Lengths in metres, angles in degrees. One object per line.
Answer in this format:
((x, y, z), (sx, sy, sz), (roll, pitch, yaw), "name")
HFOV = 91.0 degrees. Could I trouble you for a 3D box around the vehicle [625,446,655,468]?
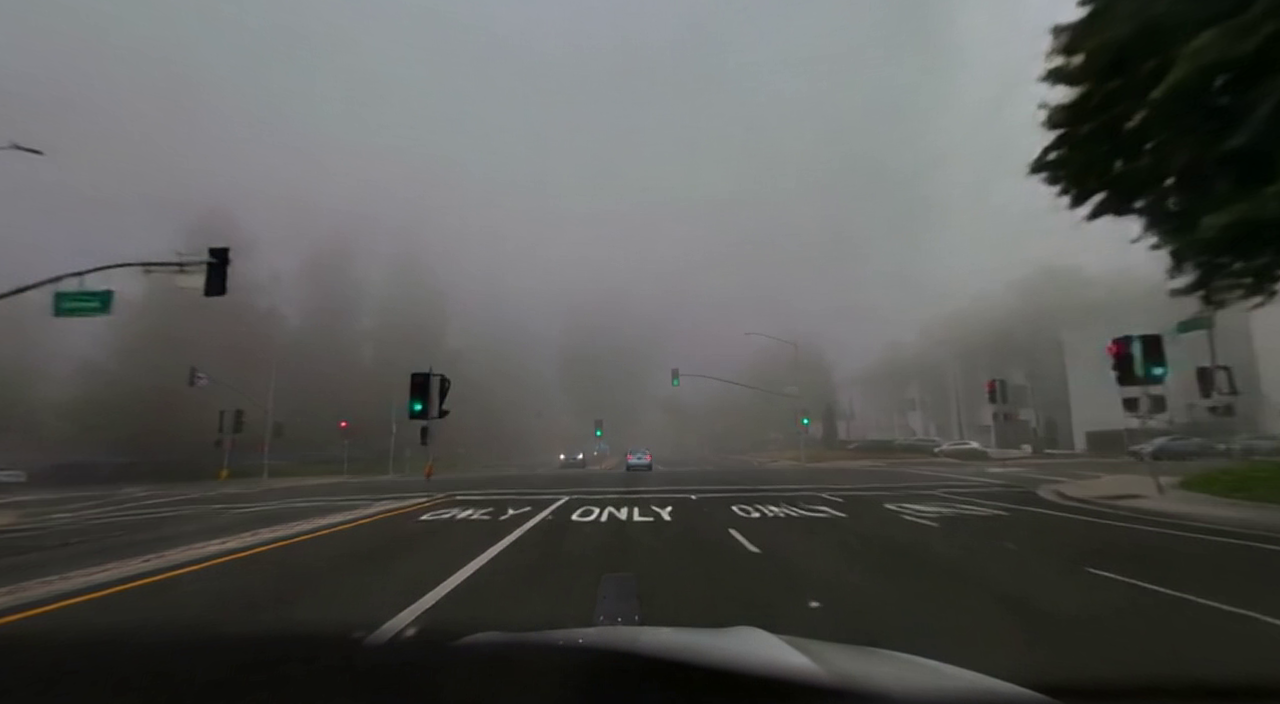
((-0.016, 7.529, 45.166), (2.064, 1.477, 3.968), (0, -9, 0), "vehicle")
